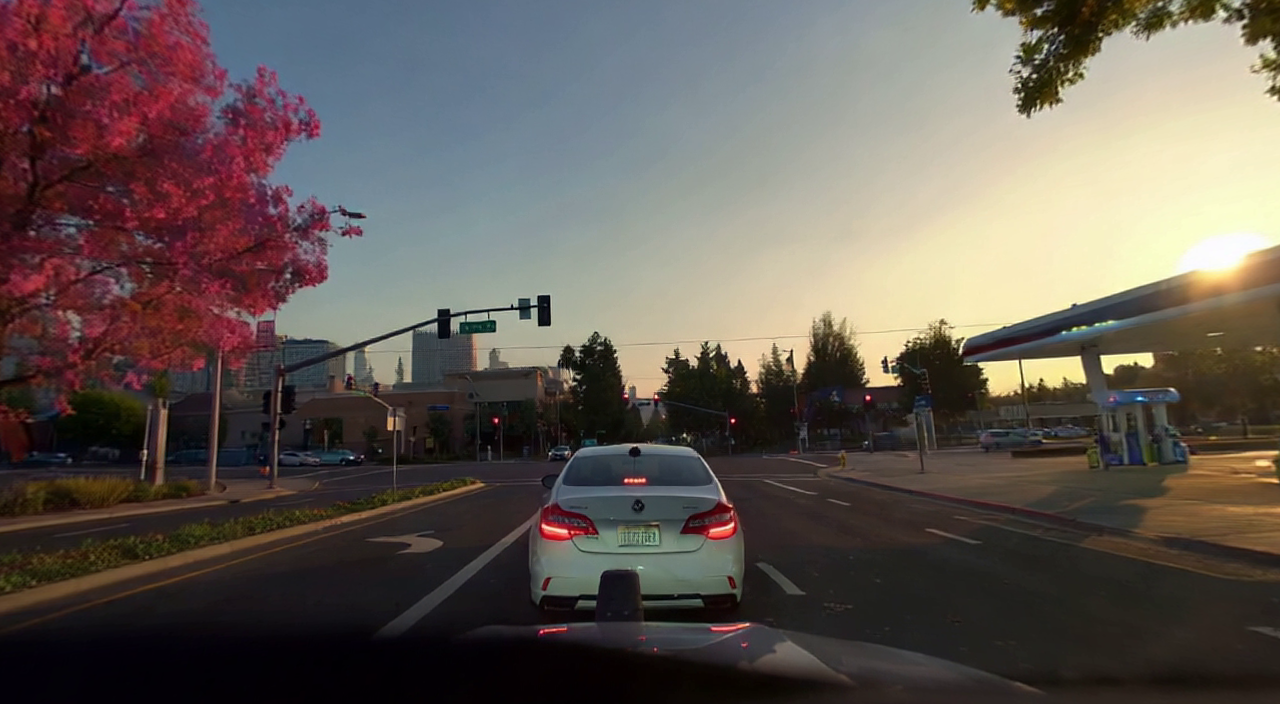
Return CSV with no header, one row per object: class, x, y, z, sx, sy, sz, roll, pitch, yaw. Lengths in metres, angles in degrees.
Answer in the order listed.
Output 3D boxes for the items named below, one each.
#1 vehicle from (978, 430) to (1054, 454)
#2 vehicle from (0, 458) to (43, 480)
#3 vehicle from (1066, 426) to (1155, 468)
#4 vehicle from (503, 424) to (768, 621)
vehicle,25.557,6.152,42.945,3.975,1.563,1.755,-1,-8,5
vehicle,-44.863,8.174,44.168,4.380,1.409,1.841,-1,-8,5
vehicle,18.613,3.746,24.879,4.091,1.495,2.053,8,-12,-44
vehicle,-0.033,1.598,6.894,2.010,1.482,4.057,0,-8,0
